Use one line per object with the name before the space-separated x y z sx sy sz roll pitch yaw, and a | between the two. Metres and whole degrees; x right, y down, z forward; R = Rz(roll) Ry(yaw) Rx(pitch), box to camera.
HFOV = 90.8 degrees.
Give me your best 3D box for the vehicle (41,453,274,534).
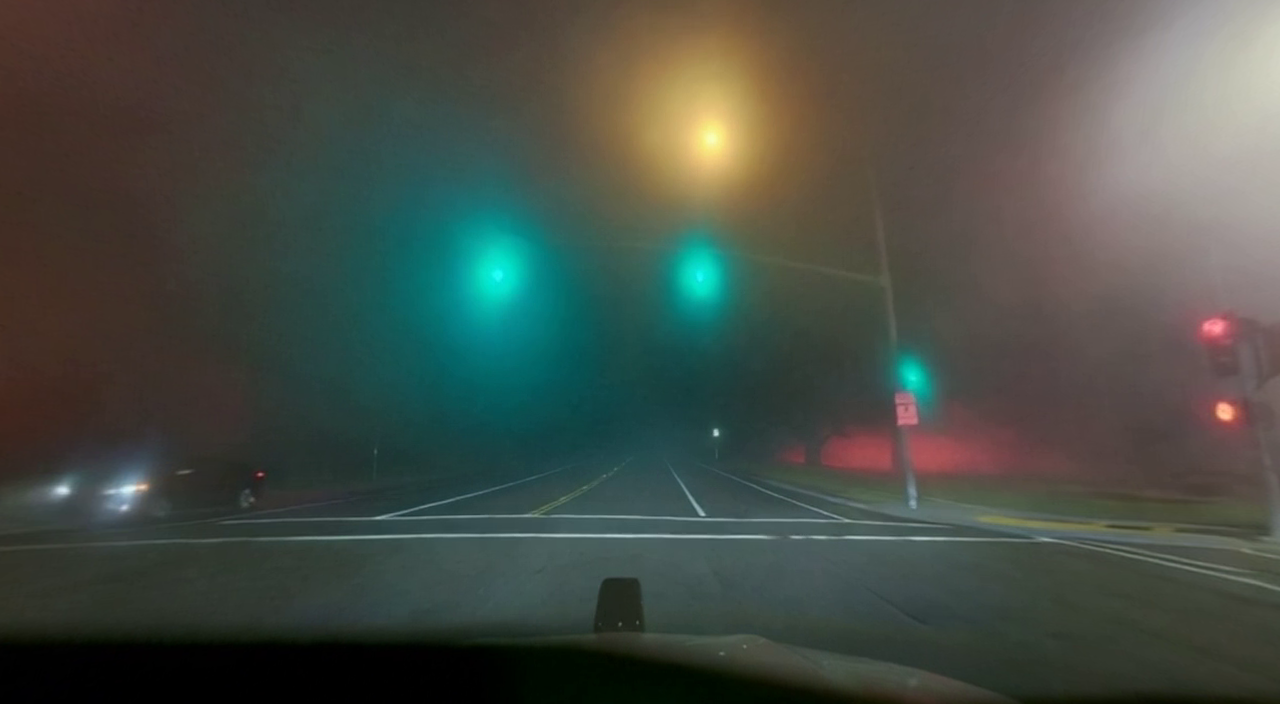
vehicle | -10.551 3.066 14.341 1.983 1.482 4.190 0 -9 0
